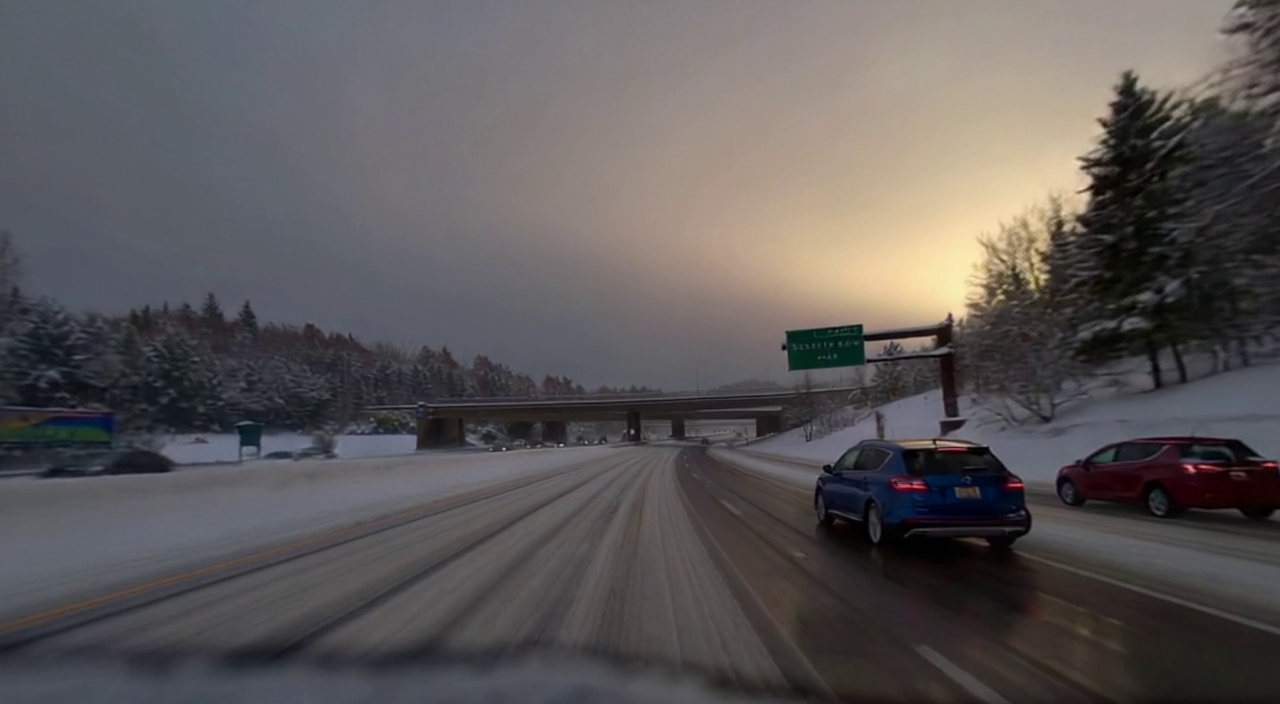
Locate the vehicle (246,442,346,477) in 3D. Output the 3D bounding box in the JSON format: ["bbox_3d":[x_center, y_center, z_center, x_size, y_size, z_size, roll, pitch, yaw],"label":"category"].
[{"bbox_3d":[-16.696,5.207,30.954,2.000,1.557,4.784,-1,-8,3],"label":"vehicle"}]

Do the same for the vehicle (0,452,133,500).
[{"bbox_3d":[-20.939,4.335,22.453,1.800,1.469,4.518,0,-8,2],"label":"vehicle"}]

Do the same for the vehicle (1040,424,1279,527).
[{"bbox_3d":[10.325,2.309,12.375,2.024,1.628,4.417,0,-8,0],"label":"vehicle"}]

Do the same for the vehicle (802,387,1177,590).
[{"bbox_3d":[3.592,1.499,7.757,2.019,1.732,4.579,0,-8,1],"label":"vehicle"}]
